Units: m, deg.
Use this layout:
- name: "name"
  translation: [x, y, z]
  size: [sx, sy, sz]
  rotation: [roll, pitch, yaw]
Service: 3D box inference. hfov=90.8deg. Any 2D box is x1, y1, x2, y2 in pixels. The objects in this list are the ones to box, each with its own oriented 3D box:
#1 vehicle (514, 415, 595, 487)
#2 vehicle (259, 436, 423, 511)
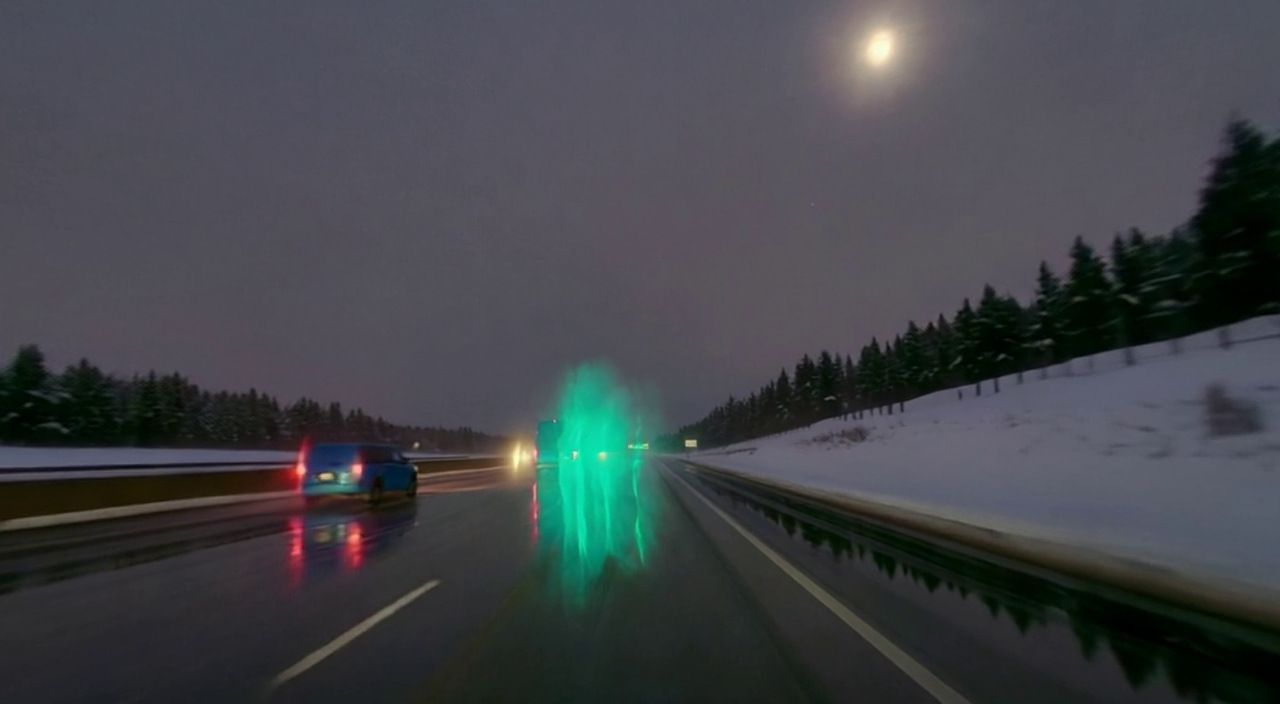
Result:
- name: "vehicle"
  translation: [-3.284, 4.019, 25.640]
  size: [2.437, 2.565, 5.829]
  rotation: [0, -9, 1]
- name: "vehicle"
  translation: [-7.553, 3.100, 16.540]
  size: [2.164, 1.664, 4.252]
  rotation: [0, -9, 0]
